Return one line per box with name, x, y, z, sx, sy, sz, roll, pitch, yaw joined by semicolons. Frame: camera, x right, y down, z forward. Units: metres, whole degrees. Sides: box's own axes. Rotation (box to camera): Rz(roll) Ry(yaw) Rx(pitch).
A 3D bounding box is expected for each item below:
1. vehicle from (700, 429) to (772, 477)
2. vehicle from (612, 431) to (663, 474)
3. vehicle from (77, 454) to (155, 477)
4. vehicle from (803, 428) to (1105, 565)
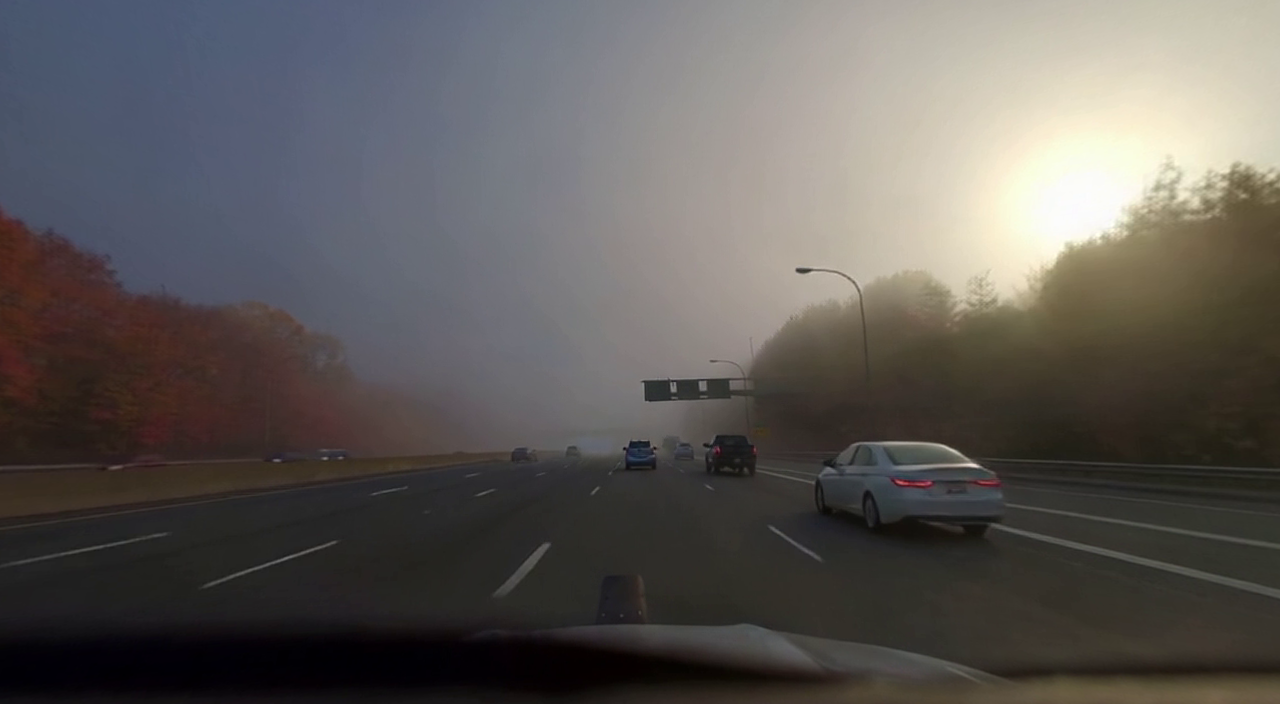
vehicle;4.283;4.659;29.202;2.388;1.998;5.749;0;-9;0
vehicle;-0.093;5.049;31.713;2.372;1.957;5.121;0;-9;1
vehicle;-37.013;8.019;44.598;1.923;1.497;4.018;0;-9;2
vehicle;4.118;1.978;9.450;2.057;1.508;4.767;0;-9;0
